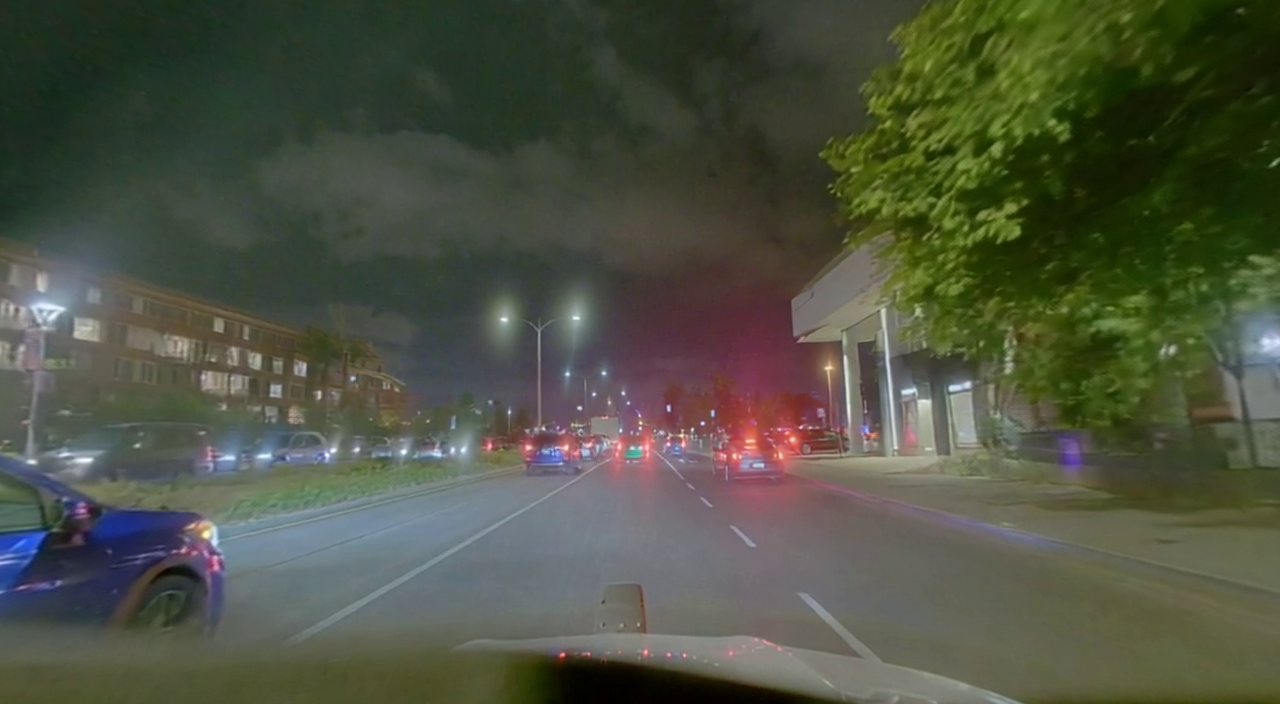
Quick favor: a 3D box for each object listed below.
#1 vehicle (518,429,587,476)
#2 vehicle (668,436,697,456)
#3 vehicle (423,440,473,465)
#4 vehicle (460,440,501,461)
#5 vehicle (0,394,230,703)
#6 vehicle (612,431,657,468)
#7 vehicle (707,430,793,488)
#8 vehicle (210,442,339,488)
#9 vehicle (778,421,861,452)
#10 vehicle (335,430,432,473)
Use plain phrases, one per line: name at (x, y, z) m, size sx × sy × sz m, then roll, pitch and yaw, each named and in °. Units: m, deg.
vehicle at (-3.438, 4.056, 25.505) m, size 2.047 × 1.710 × 4.314 m, roll 0°, pitch -8°, yaw 2°
vehicle at (3.229, 7.179, 48.045) m, size 1.948 × 1.475 × 4.093 m, roll 0°, pitch -8°, yaw 0°
vehicle at (-12.353, 6.474, 40.679) m, size 1.843 × 1.509 × 4.301 m, roll 0°, pitch -8°, yaw 1°
vehicle at (-12.184, 7.517, 48.232) m, size 1.924 × 1.511 × 4.640 m, roll 0°, pitch -8°, yaw 0°
vehicle at (-3.333, 0.743, 1.176) m, size 2.094 × 1.483 × 4.510 m, roll 0°, pitch -8°, yaw 0°
vehicle at (-0.231, 4.743, 30.616) m, size 2.022 × 1.700 × 4.084 m, roll 0°, pitch -8°, yaw 1°
vehicle at (3.172, 3.172, 18.924) m, size 1.847 × 1.554 × 3.885 m, roll 0°, pitch -8°, yaw 0°
vehicle at (-12.550, 3.877, 21.939) m, size 1.824 × 1.447 × 4.442 m, roll 0°, pitch -8°, yaw 0°
vehicle at (12.228, 5.838, 42.985) m, size 4.991 × 1.978 × 2.090 m, roll -8°, pitch -12°, yaw 43°
vehicle at (-12.226, 4.808, 30.497) m, size 2.245 × 1.908 × 5.613 m, roll 0°, pitch -8°, yaw 1°
